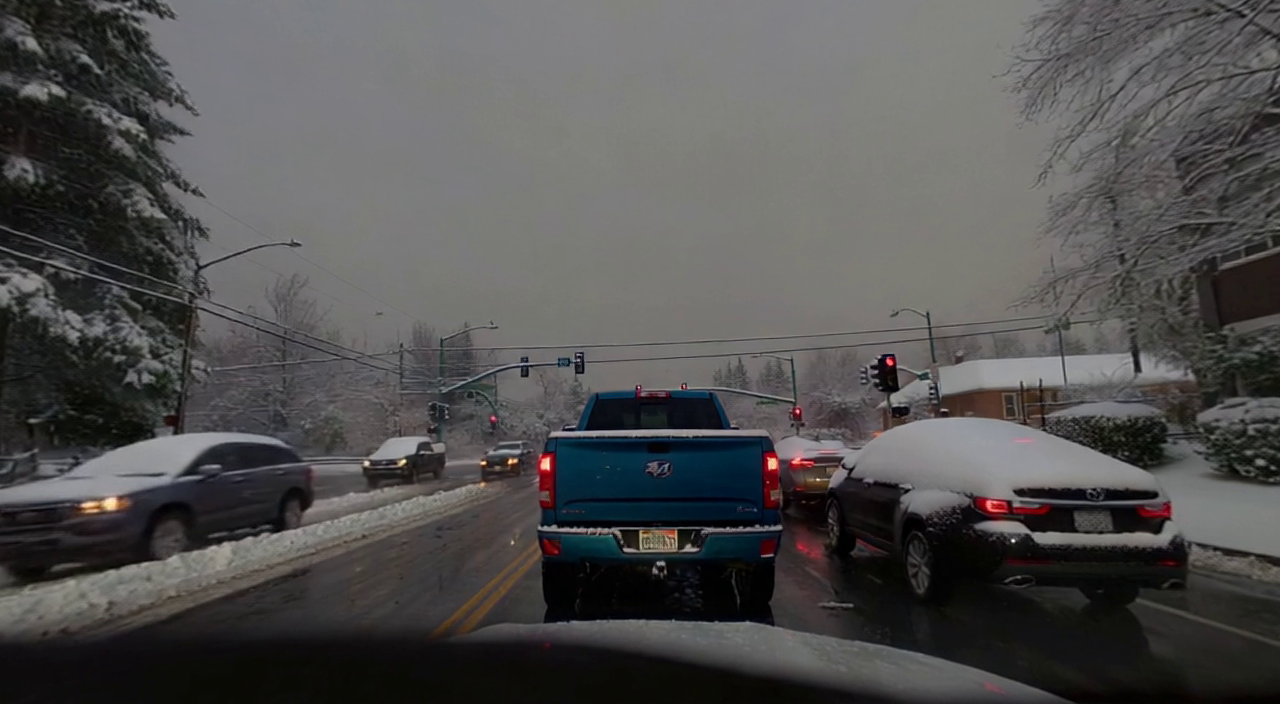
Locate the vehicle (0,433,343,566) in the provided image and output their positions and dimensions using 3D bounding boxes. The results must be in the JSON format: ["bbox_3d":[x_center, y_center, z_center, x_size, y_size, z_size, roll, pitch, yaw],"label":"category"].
[{"bbox_3d":[-6.622,2.023,9.541,1.905,1.494,4.666,0,-8,1],"label":"vehicle"}]

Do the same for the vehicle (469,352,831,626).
[{"bbox_3d":[0.091,1.394,7.416,2.636,2.011,5.425,0,-8,1],"label":"vehicle"}]

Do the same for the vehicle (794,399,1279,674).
[{"bbox_3d":[3.330,1.506,6.490,2.155,1.667,5.162,0,-8,0],"label":"vehicle"}]

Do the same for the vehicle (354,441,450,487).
[{"bbox_3d":[-9.243,4.363,24.920,1.920,1.563,4.643,-2,-8,1],"label":"vehicle"}]
